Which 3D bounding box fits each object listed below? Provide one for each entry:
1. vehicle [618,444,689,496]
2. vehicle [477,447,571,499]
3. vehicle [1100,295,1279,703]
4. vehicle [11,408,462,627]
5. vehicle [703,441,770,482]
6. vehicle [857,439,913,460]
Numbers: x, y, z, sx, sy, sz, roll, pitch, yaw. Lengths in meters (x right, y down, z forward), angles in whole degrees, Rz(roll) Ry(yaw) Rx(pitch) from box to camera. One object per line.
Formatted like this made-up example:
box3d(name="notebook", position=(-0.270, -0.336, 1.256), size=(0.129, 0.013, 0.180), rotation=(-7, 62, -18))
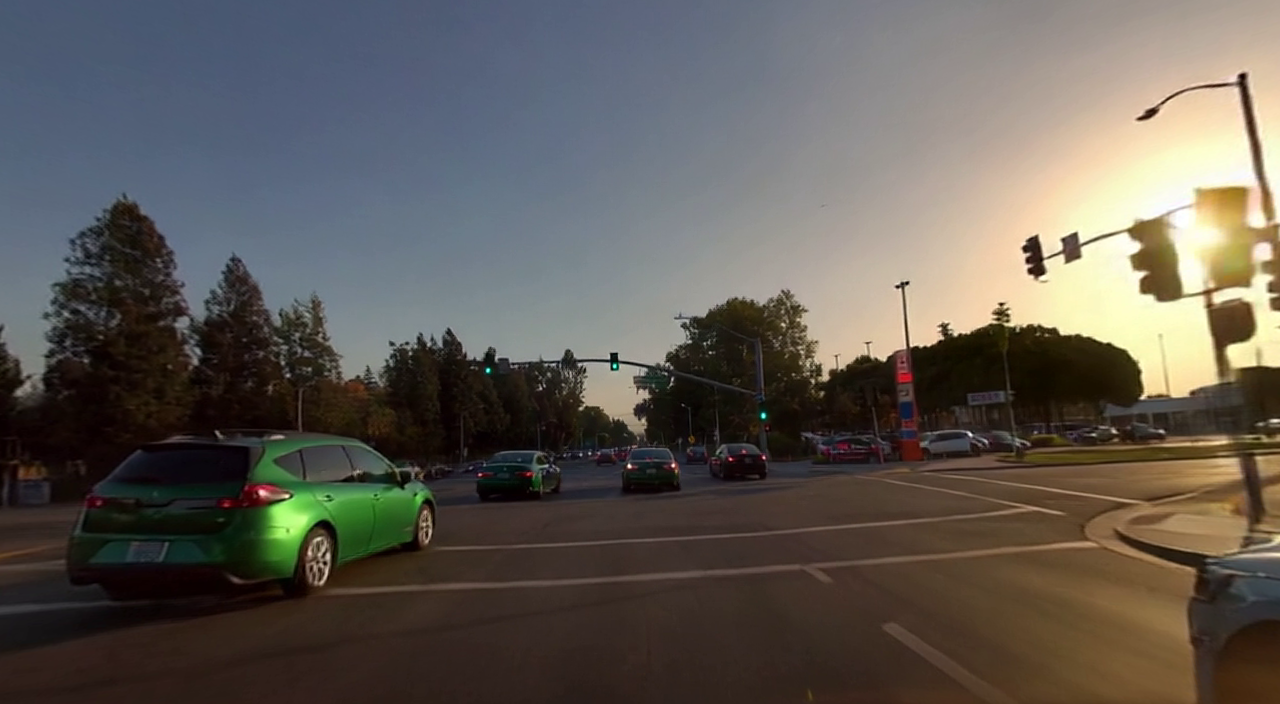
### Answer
box3d(name="vehicle", position=(0.442, 3.630, 19.750), size=(1.994, 1.433, 3.894), rotation=(0, -9, 2))
box3d(name="vehicle", position=(-3.505, 3.749, 19.973), size=(1.995, 1.436, 4.500), rotation=(0, -9, 2))
box3d(name="vehicle", position=(3.263, 0.478, 0.732), size=(1.992, 1.805, 4.549), rotation=(0, -9, 0))
box3d(name="vehicle", position=(-3.837, 1.660, 7.401), size=(2.023, 1.687, 4.874), rotation=(0, -9, 0))
box3d(name="vehicle", position=(3.772, 4.344, 25.351), size=(1.920, 1.479, 4.548), rotation=(0, -9, -1))
box3d(name="vehicle", position=(18.183, 7.248, 47.001), size=(2.081, 1.482, 4.860), rotation=(0, -9, -2))
